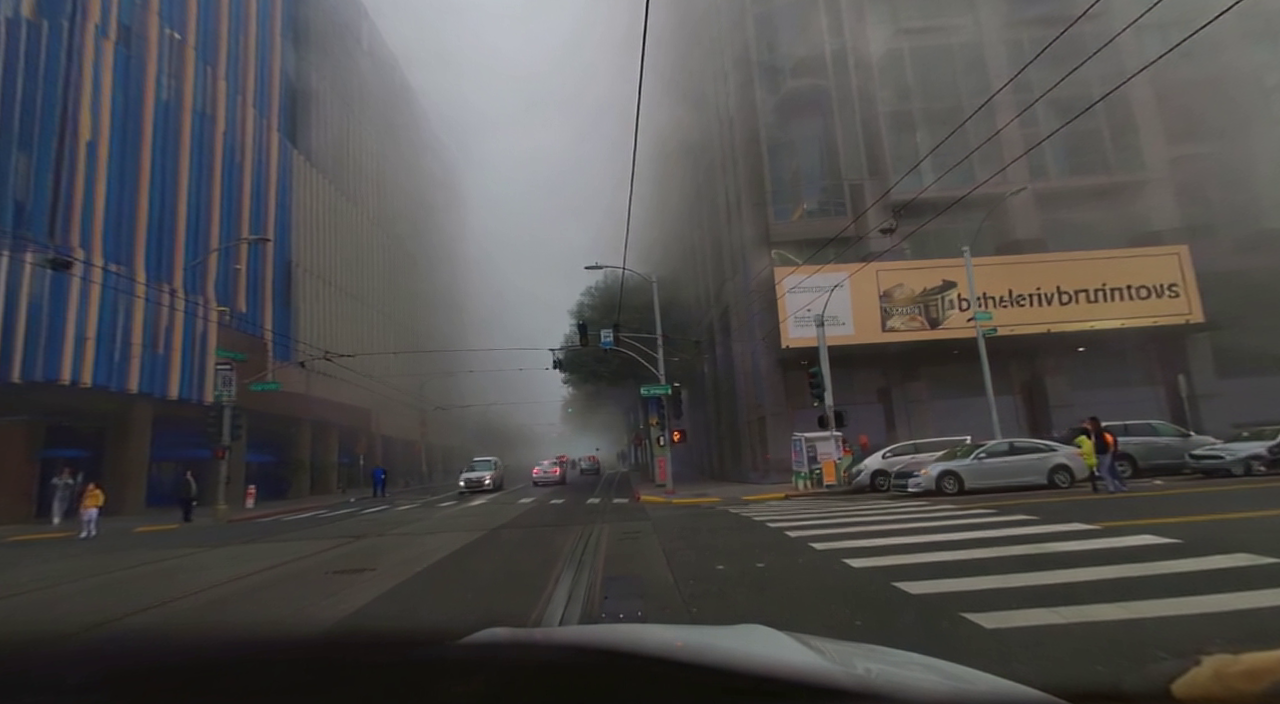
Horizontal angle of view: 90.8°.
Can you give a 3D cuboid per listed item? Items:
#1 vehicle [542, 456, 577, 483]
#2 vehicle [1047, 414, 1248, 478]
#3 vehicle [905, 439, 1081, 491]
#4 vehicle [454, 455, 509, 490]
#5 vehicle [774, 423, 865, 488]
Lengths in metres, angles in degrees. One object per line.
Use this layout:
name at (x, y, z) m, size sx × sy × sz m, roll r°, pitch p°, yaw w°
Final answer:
vehicle at (-4.953, 7.283, 39.300) m, size 1.797 × 1.490 × 4.549 m, roll 0°, pitch -9°, yaw -3°
vehicle at (16.541, 3.092, 20.774) m, size 4.944 × 1.946 × 1.952 m, roll 1°, pitch -9°, yaw -3°
vehicle at (11.185, 3.572, 20.166) m, size 4.697 × 1.510 × 1.596 m, roll 0°, pitch -9°, yaw -5°
vehicle at (-8.846, 6.742, 35.688) m, size 2.121 × 1.792 × 4.510 m, roll 0°, pitch -9°, yaw -2°
vehicle at (7.295, 4.204, 26.232) m, size 2.316 × 2.425 × 4.466 m, roll 1°, pitch -7°, yaw -2°
